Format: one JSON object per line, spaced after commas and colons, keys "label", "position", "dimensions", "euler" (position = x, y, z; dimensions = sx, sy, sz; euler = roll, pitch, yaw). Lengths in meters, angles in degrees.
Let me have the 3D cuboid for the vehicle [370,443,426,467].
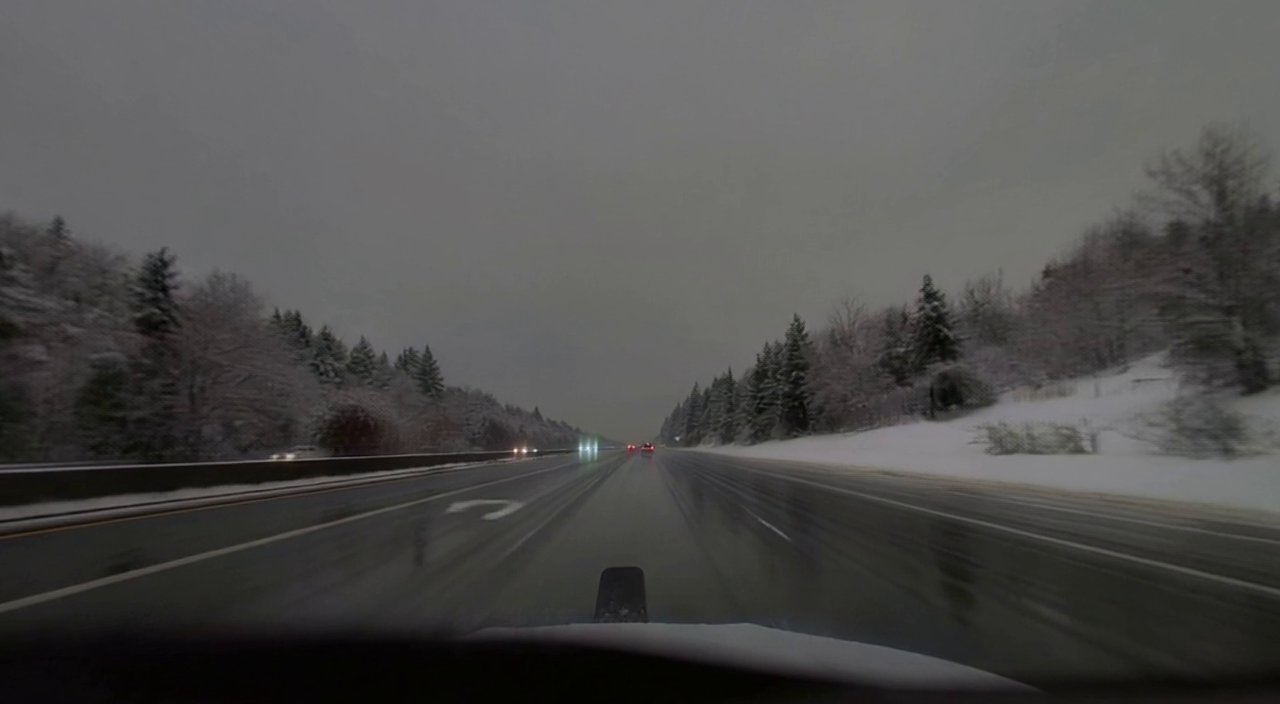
{"label": "vehicle", "position": [-17.249, 7.381, 45.265], "dimensions": [2.062, 1.597, 4.765], "euler": [0, -9, 1]}
